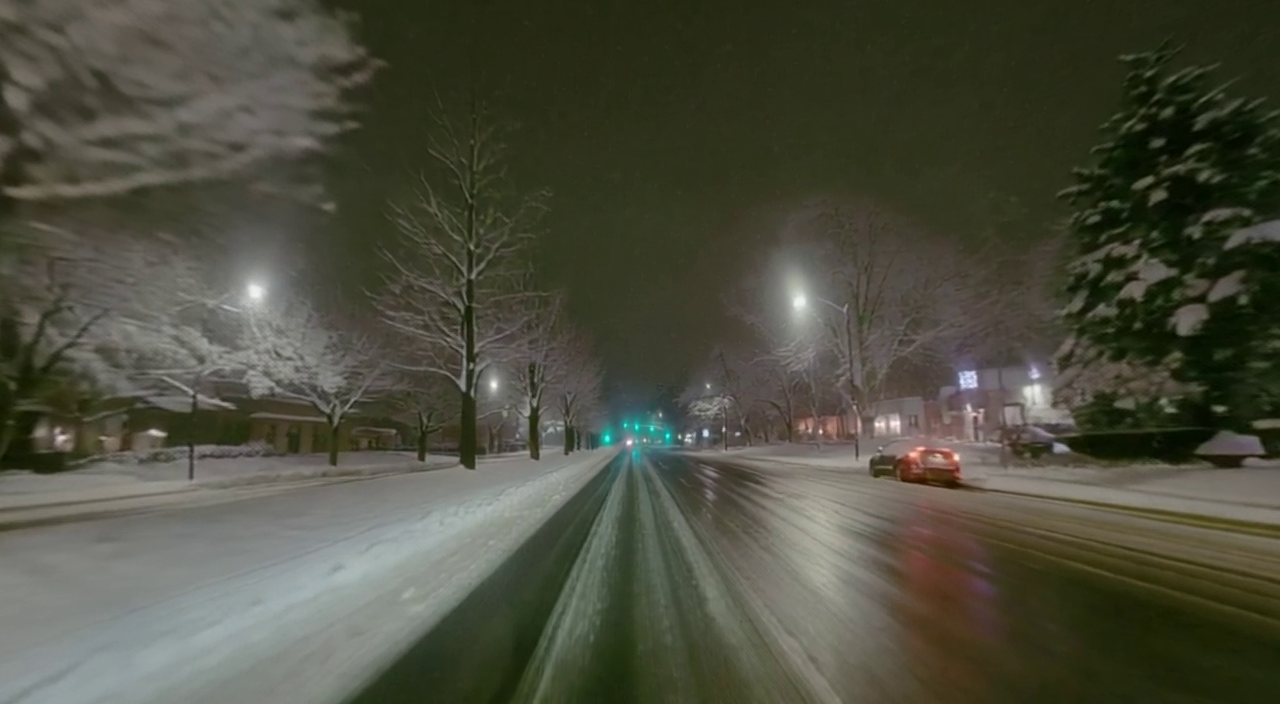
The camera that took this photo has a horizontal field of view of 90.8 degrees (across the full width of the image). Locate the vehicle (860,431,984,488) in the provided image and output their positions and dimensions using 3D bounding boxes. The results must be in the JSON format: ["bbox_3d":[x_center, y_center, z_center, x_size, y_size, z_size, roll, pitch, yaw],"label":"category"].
[{"bbox_3d":[9.694,3.729,22.212,2.159,1.767,4.617,0,-8,0],"label":"vehicle"}]

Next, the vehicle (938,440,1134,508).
[{"bbox_3d":[9.854,3.038,16.327,1.885,1.461,4.751,0,-8,-2],"label":"vehicle"}]
